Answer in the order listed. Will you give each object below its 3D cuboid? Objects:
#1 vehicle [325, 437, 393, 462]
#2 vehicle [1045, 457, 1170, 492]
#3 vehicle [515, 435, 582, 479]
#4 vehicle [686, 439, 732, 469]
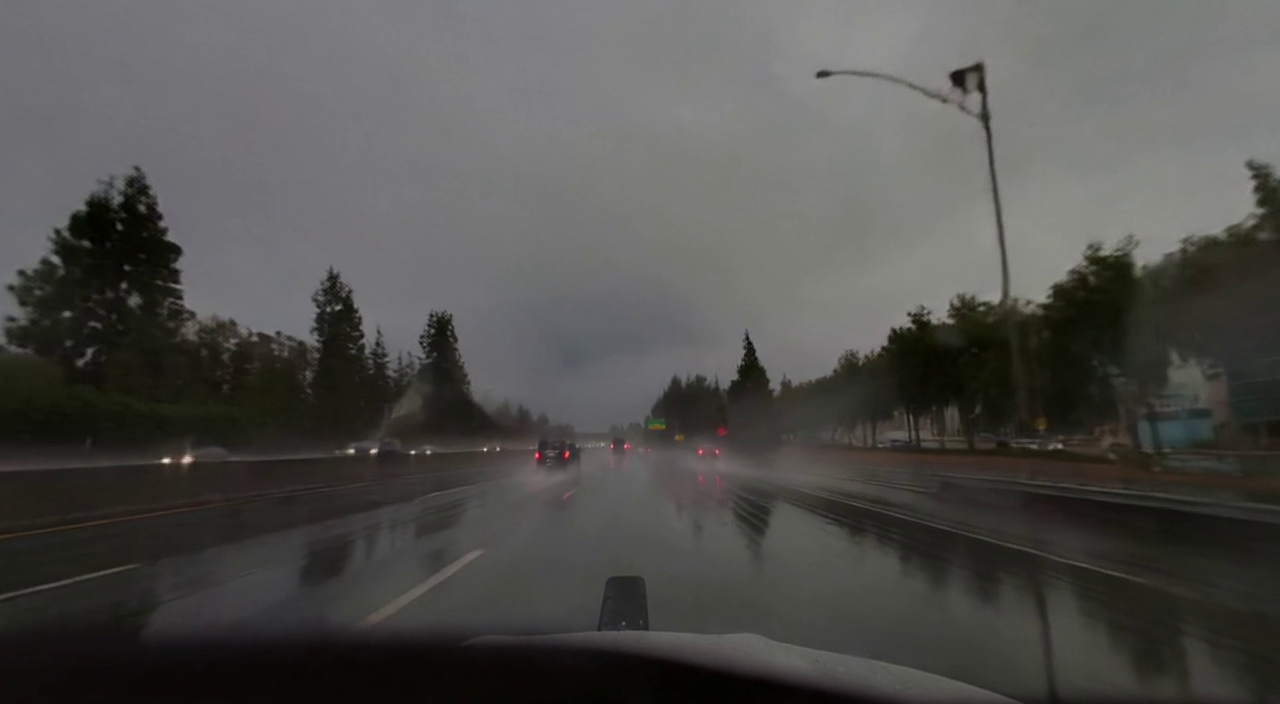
[{"bbox_3d":[-20.680,7.215,46.693,2.244,1.684,5.795,0,-8,1],"label":"vehicle"},{"bbox_3d":[21.706,5.648,29.323,4.578,1.468,2.021,2,-9,-12],"label":"vehicle"},{"bbox_3d":[-3.875,4.532,27.542,2.196,1.733,4.355,0,-8,1],"label":"vehicle"},{"bbox_3d":[4.065,6.117,38.006,2.229,1.704,4.392,0,-8,0],"label":"vehicle"}]
